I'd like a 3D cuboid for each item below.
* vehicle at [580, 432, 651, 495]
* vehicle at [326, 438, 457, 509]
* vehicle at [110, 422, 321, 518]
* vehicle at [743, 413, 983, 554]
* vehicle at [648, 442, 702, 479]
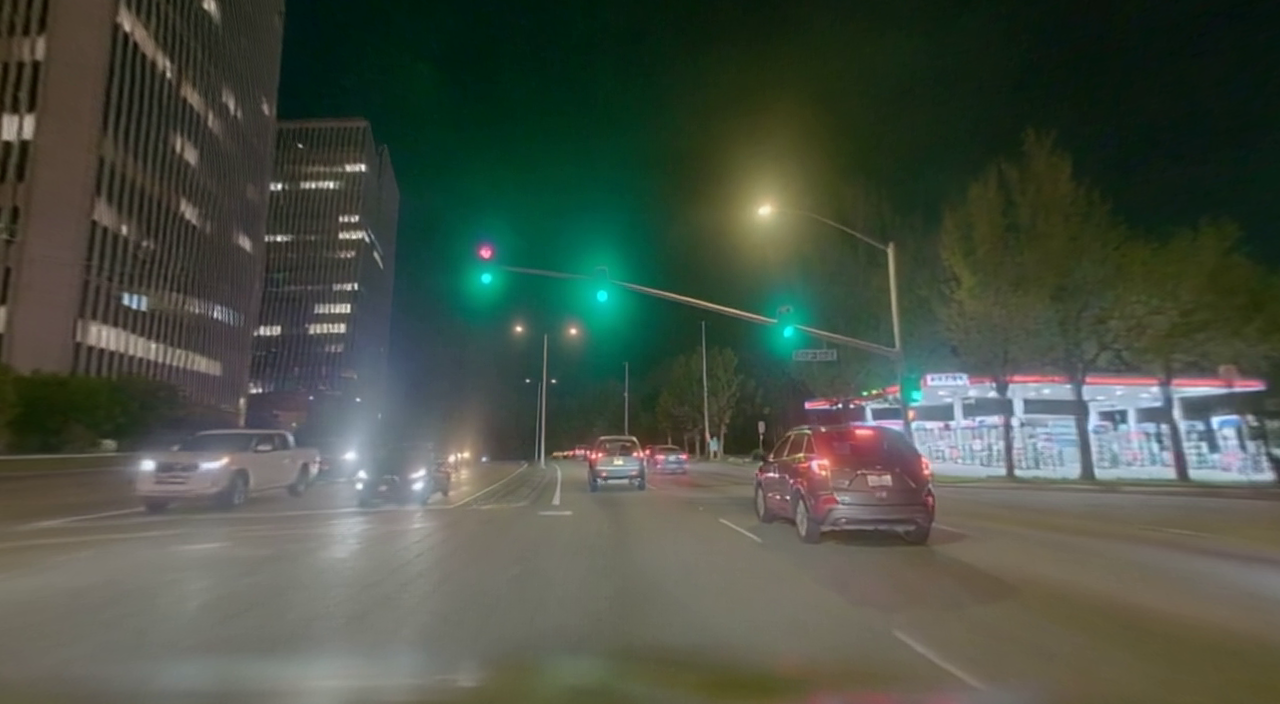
[{"bbox_3d":[-0.887,3.513,20.251,2.051,1.798,4.168,1,-8,-5],"label":"vehicle"},{"bbox_3d":[-6.037,2.959,15.888,1.987,1.505,4.337,1,-9,-7],"label":"vehicle"},{"bbox_3d":[-8.962,2.500,13.860,1.992,1.755,4.283,1,-8,-6],"label":"vehicle"},{"bbox_3d":[3.161,1.961,10.069,2.000,1.745,4.206,1,-8,-5],"label":"vehicle"},{"bbox_3d":[1.573,5.019,29.430,1.800,1.592,3.658,1,-9,-8],"label":"vehicle"}]
